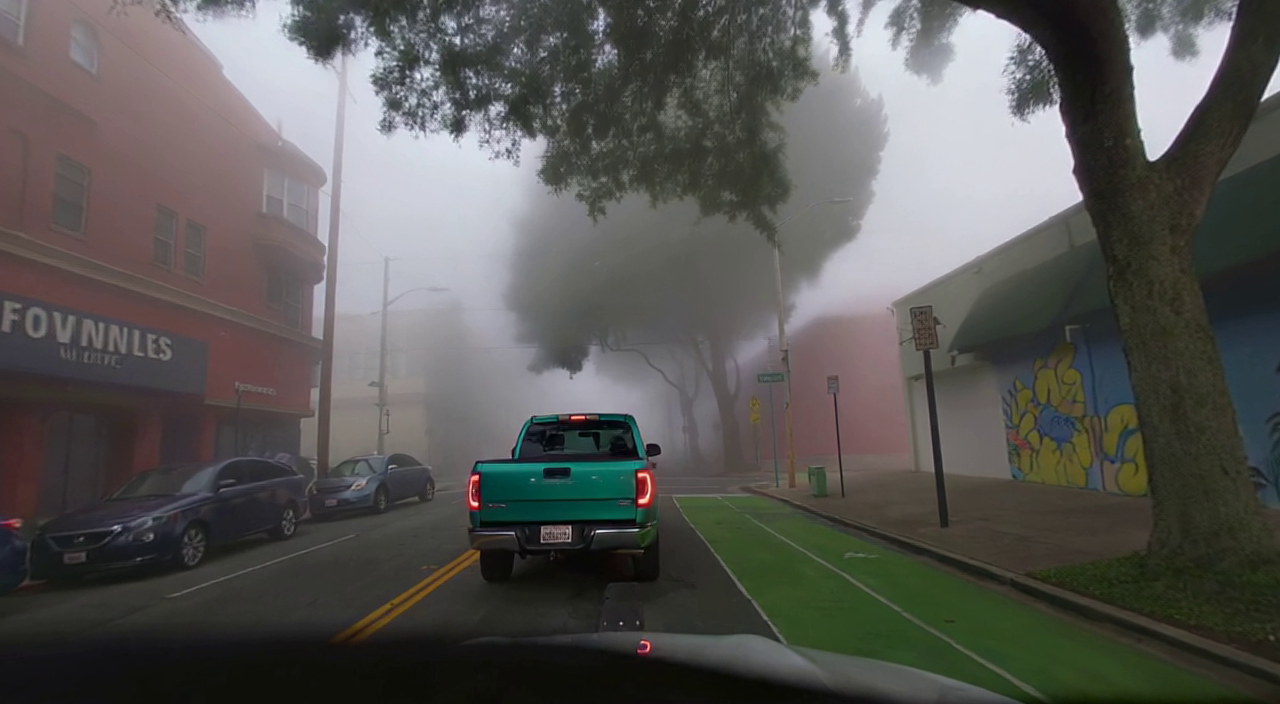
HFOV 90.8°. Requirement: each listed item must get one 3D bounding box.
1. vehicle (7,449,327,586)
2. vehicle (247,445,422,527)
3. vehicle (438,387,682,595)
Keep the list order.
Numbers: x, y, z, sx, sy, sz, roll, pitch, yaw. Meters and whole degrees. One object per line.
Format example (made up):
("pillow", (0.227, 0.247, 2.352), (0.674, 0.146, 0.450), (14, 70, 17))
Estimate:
("vehicle", (-7.161, 2.457, 10.372), (1.882, 1.686, 4.489), (0, -8, -2))
("vehicle", (-7.400, 3.234, 16.054), (1.884, 1.730, 5.076), (0, -8, 0))
("vehicle", (-0.704, 1.602, 8.137), (2.215, 1.882, 4.611), (0, -8, 1))
